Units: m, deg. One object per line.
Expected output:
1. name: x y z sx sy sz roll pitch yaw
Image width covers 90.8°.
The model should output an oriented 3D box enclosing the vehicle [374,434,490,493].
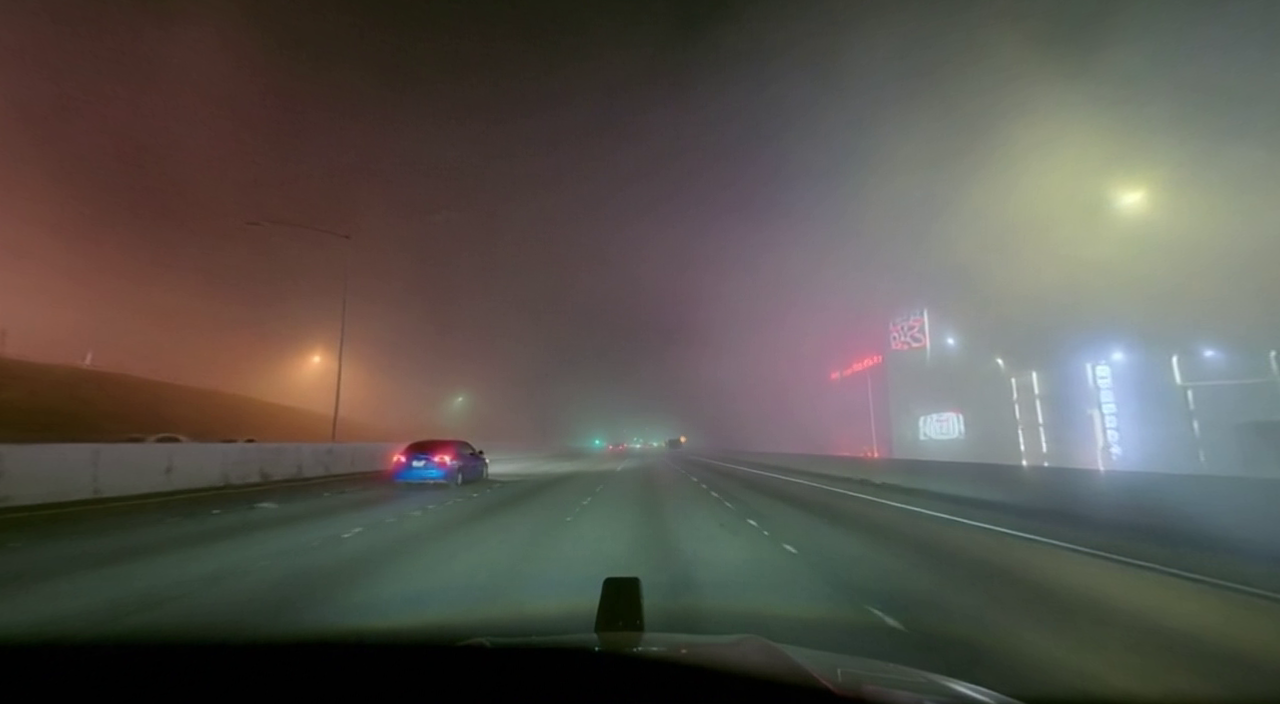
1. vehicle: -6.025 3.267 18.889 1.990 1.529 4.288 0 -8 0

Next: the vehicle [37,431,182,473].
1. vehicle: -22.312 4.231 26.903 1.978 1.616 4.835 0 -8 0

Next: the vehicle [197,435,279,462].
1. vehicle: -25.316 6.104 40.023 1.960 1.625 4.816 0 -8 0
